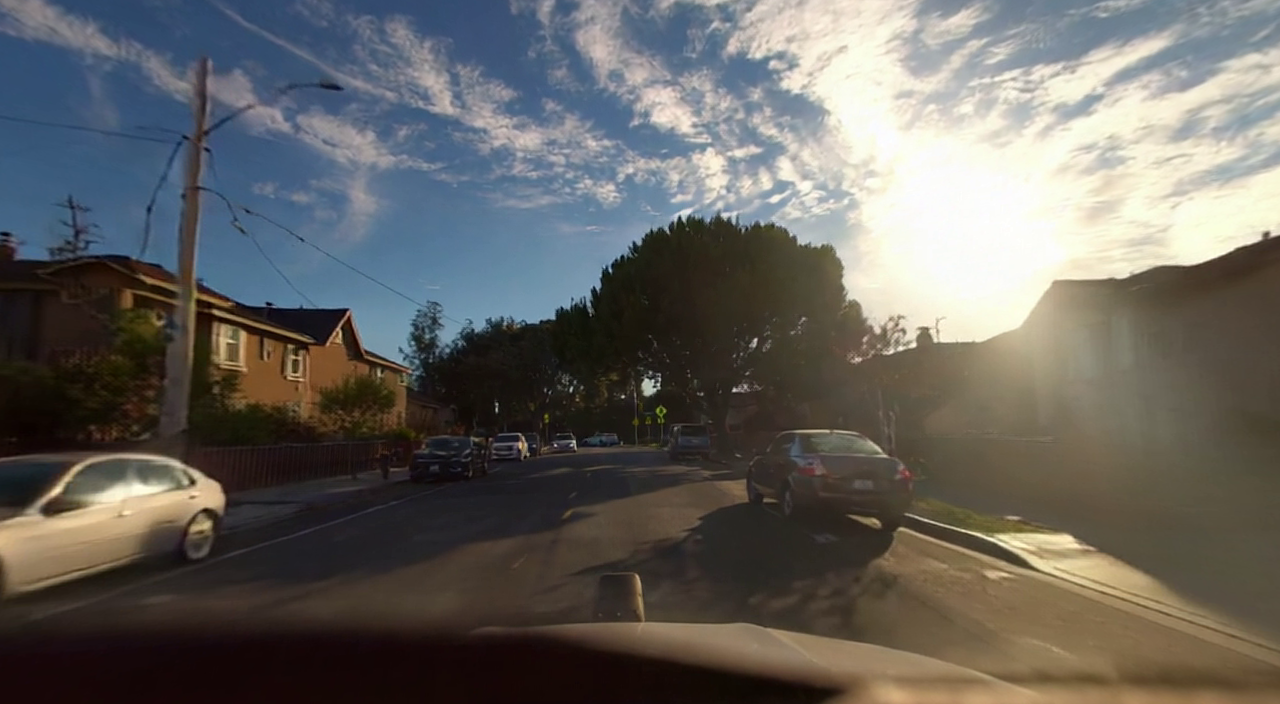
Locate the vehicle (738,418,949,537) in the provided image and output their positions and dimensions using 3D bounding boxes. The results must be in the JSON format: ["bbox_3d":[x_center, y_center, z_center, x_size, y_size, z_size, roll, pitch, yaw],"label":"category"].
[{"bbox_3d":[3.108,1.964,10.911,1.875,1.568,4.899,0,-7,-2],"label":"vehicle"}]

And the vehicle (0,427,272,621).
[{"bbox_3d":[-5.735,1.475,6.089,1.870,1.425,4.297,0,-8,-2],"label":"vehicle"}]

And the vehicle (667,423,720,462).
[{"bbox_3d":[2.406,4.186,29.318,1.997,1.663,4.544,0,-7,-1],"label":"vehicle"}]

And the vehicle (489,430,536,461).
[{"bbox_3d":[-6.708,4.958,33.587,1.842,1.540,3.704,0,-8,-2],"label":"vehicle"}]

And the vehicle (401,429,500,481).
[{"bbox_3d":[-6.112,3.349,21.028,1.972,1.502,5.530,0,-8,-4],"label":"vehicle"}]
